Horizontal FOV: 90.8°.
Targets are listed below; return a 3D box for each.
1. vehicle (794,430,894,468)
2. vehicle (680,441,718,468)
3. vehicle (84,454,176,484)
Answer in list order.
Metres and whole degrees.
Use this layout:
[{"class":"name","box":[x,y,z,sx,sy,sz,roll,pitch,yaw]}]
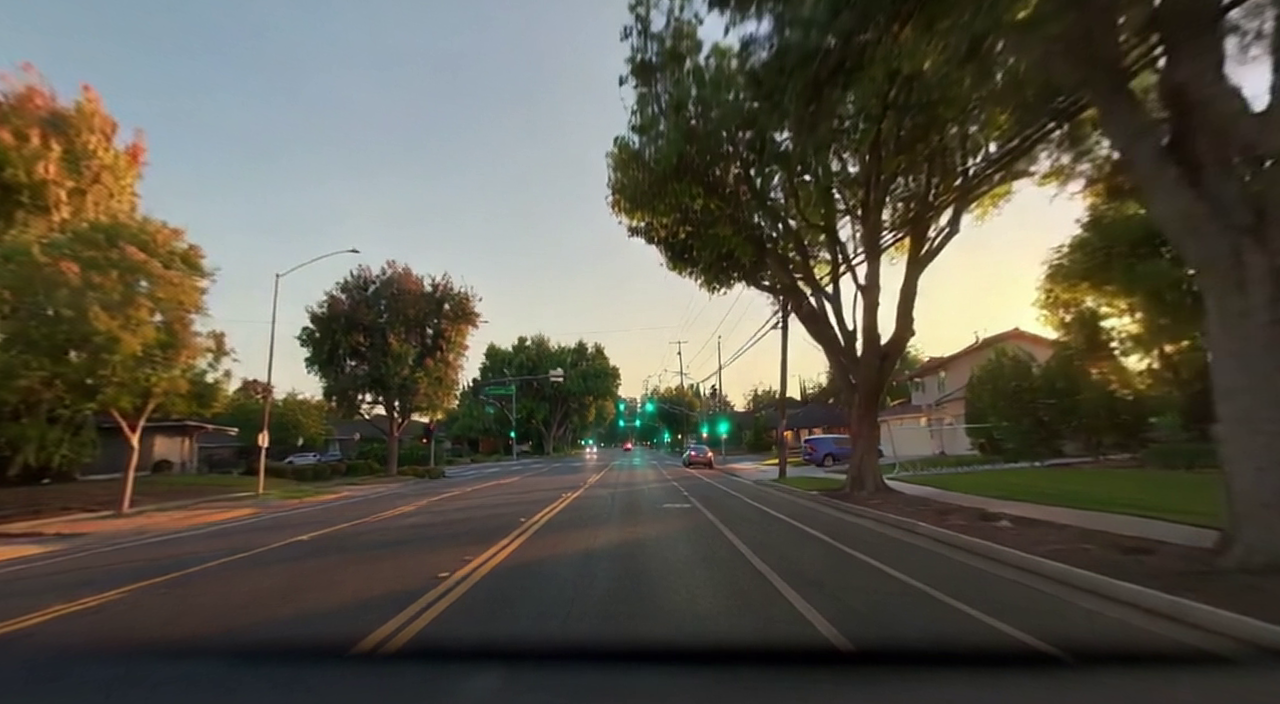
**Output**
[{"class":"vehicle","box":[10.205,4.859,31.551,4.434,1.730,2.081,-5,-9,24]},{"class":"vehicle","box":[3.813,6.696,41.258,1.900,1.661,4.346,0,-9,-2]},{"class":"vehicle","box":[-35.542,8.134,44.263,1.986,1.854,5.454,0,-8,-1]}]
